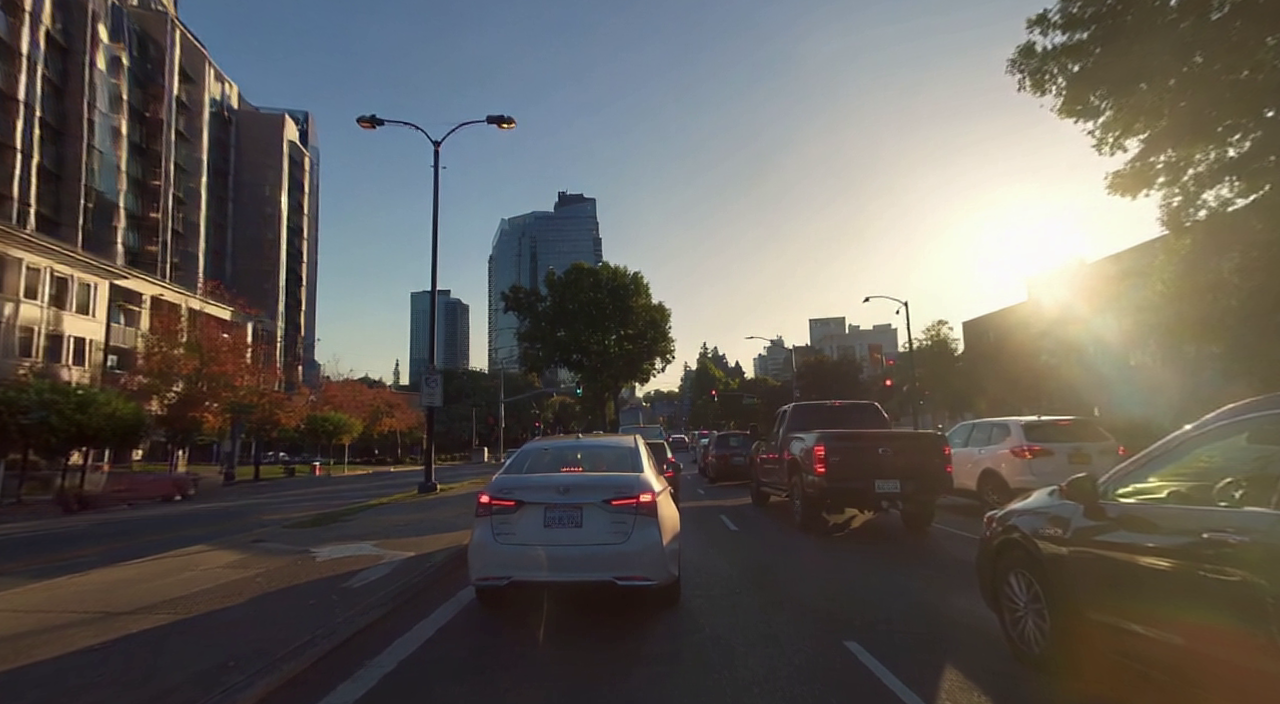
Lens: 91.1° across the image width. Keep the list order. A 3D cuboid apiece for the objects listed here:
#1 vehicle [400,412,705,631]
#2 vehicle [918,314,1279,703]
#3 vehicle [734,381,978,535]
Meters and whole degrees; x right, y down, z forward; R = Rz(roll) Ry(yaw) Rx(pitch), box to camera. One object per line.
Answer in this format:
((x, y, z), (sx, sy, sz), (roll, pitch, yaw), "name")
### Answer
((-0.582, 1.527, 6.668), (2.172, 1.536, 4.250), (0, -9, 1), "vehicle")
((3.161, 0.793, 2.417), (2.024, 1.723, 4.714), (0, -9, 0), "vehicle")
((3.533, 1.950, 11.972), (2.497, 2.186, 5.890), (0, -9, 0), "vehicle")
